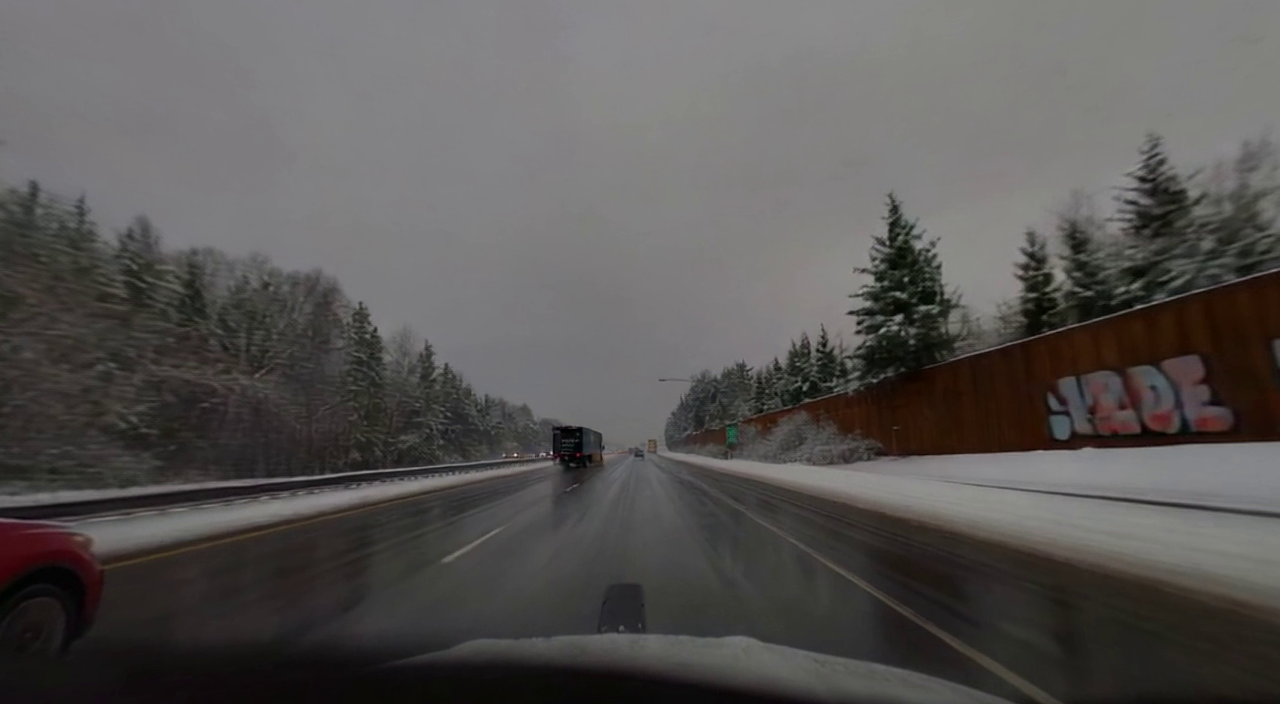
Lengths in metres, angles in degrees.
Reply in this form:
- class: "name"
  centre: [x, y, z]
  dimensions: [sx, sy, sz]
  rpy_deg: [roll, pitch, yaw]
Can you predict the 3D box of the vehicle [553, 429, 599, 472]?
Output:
- class: "vehicle"
  centre: [-3.950, 6.232, 39.853]
  dimensions: [2.305, 2.517, 5.486]
  rpy_deg: [0, -9, 0]
